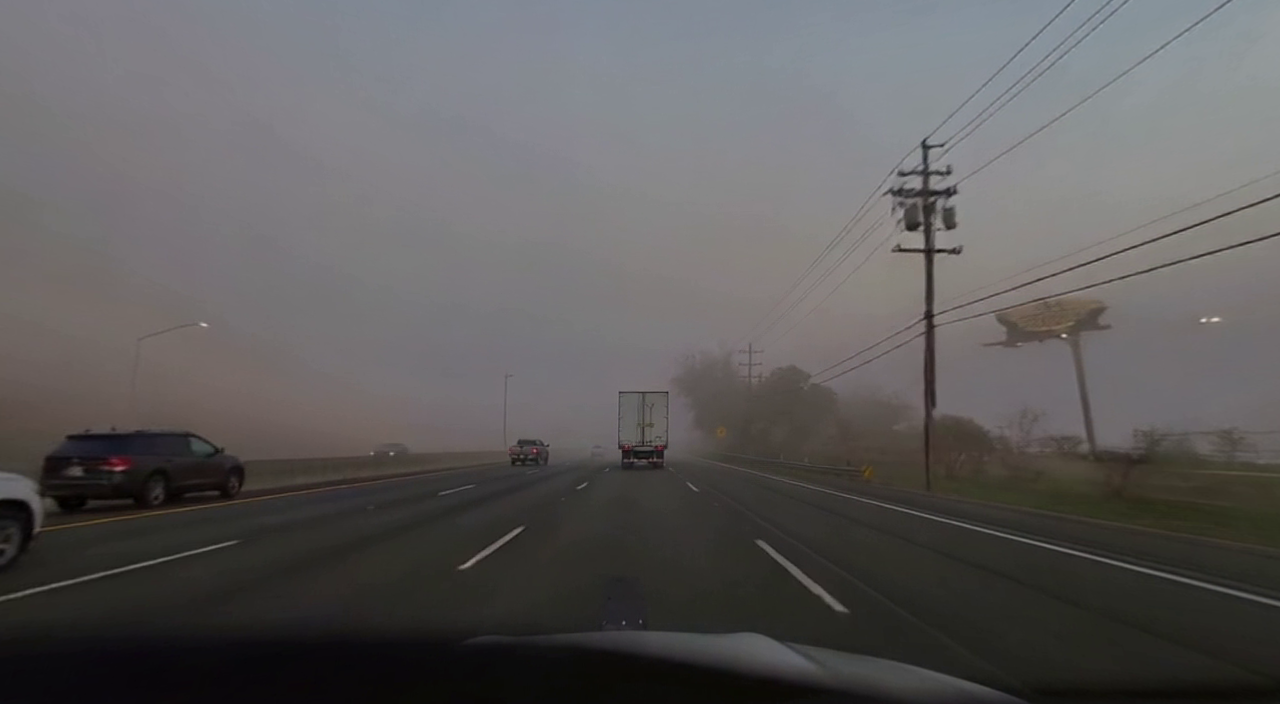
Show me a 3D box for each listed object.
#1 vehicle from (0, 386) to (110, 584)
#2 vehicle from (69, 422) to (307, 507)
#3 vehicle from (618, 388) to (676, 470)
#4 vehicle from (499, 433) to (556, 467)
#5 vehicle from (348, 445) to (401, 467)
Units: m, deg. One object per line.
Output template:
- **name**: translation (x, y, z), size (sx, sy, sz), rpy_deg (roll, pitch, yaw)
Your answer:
- **vehicle**: translation (-7.143, 1.028, 4.390), size (2.197, 1.847, 5.364), rpy_deg (0, -8, 0)
- **vehicle**: translation (-11.012, 2.779, 16.074), size (2.010, 1.766, 5.365), rpy_deg (0, -8, 1)
- **vehicle**: translation (0.596, 4.650, 37.047), size (2.879, 4.027, 11.243), rpy_deg (-1, -8, 2)
- **vehicle**: translation (-6.736, 5.948, 38.450), size (2.263, 1.936, 5.802), rpy_deg (0, -8, 1)
- **vehicle**: translation (-18.006, 7.044, 43.000), size (1.862, 1.446, 3.826), rpy_deg (0, -8, 2)
